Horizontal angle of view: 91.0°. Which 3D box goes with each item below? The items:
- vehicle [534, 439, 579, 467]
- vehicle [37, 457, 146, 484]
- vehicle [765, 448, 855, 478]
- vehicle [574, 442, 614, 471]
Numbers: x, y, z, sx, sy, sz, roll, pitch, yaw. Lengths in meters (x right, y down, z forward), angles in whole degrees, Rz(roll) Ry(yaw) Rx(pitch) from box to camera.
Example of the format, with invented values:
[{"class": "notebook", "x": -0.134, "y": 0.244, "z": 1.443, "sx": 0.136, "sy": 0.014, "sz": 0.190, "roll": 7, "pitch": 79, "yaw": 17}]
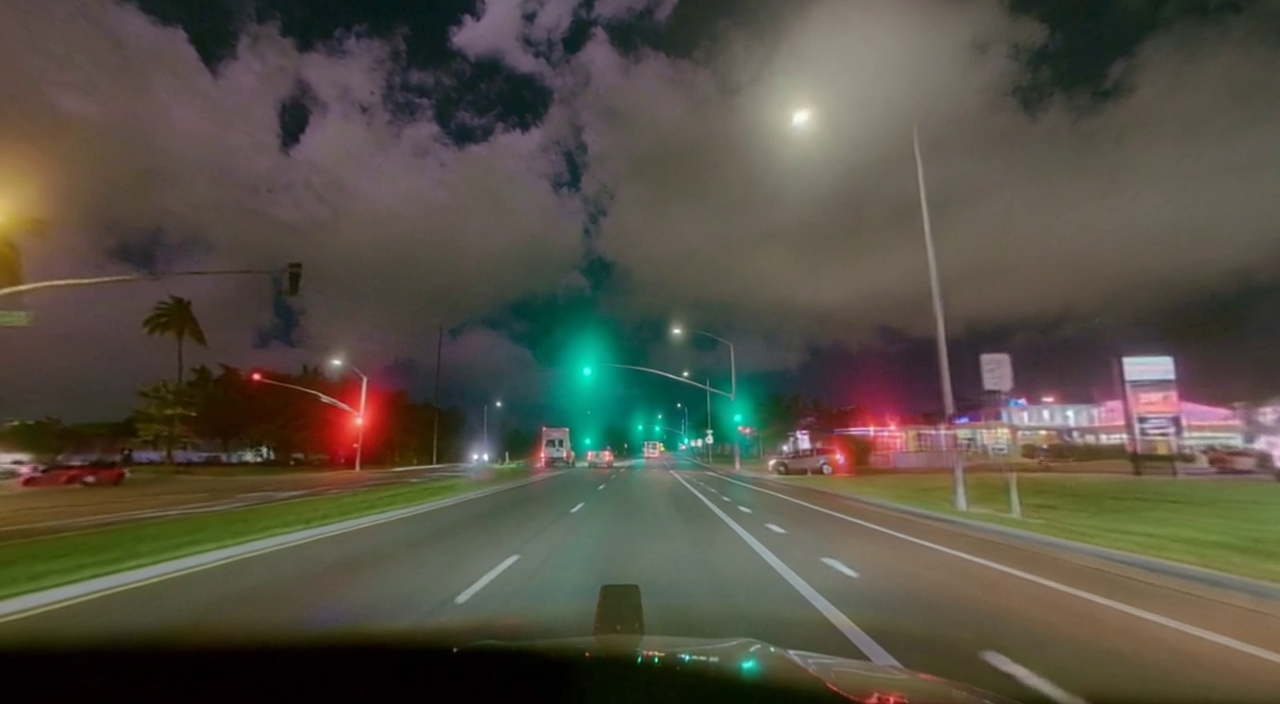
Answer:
[{"class": "vehicle", "x": -6.418, "y": 7.891, "z": 49.235, "sx": 2.457, "sy": 2.010, "sz": 6.330, "roll": 0, "pitch": -9, "yaw": 1}, {"class": "vehicle", "x": -34.121, "y": 7.378, "z": 39.279, "sx": 4.808, "sy": 1.529, "sz": 1.979, "roll": 1, "pitch": -9, "yaw": -3}, {"class": "vehicle", "x": 9.101, "y": 5.978, "z": 34.031, "sx": 4.509, "sy": 1.520, "sz": 1.952, "roll": -1, "pitch": -9, "yaw": 11}, {"class": "vehicle", "x": -2.972, "y": 6.910, "z": 41.745, "sx": 2.116, "sy": 1.806, "sz": 4.516, "roll": 0, "pitch": -9, "yaw": 2}]
